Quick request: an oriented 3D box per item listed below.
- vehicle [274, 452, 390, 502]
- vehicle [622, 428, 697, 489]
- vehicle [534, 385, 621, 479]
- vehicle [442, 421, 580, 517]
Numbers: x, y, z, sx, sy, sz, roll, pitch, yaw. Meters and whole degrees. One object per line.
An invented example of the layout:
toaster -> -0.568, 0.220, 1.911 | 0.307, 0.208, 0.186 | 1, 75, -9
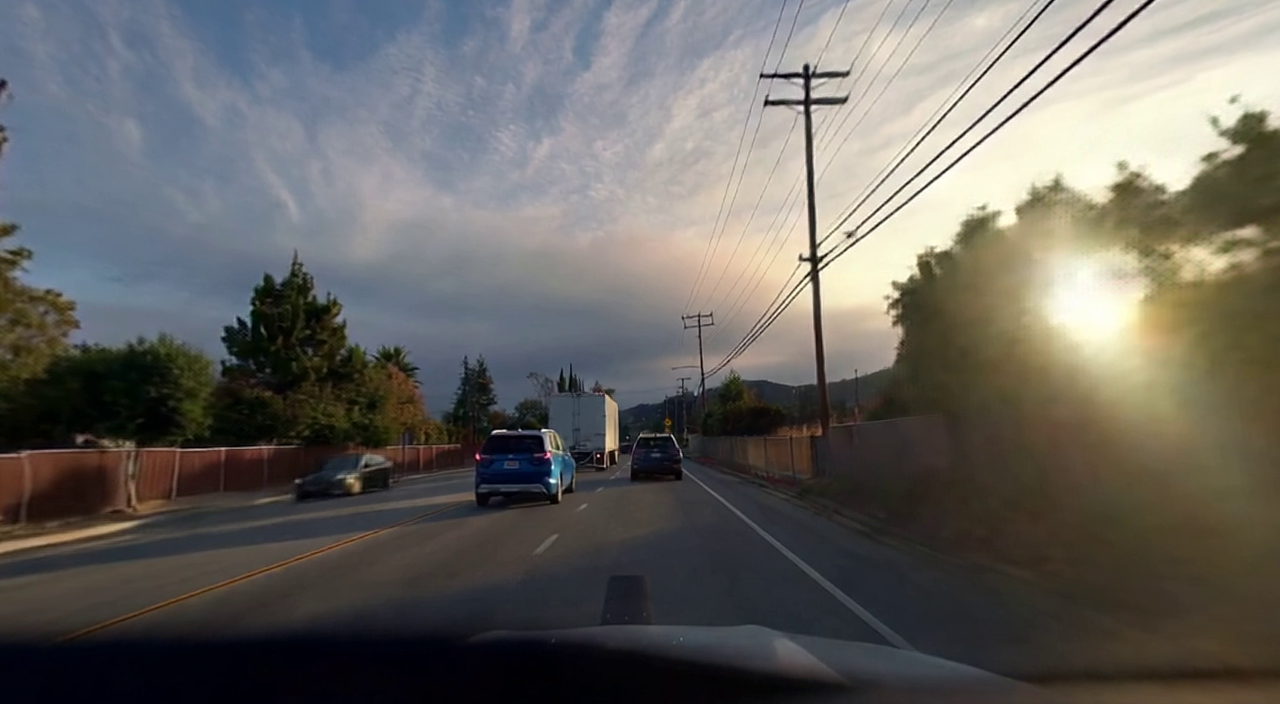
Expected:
vehicle -> -11.525, 4.662, 24.018 | 2.077, 1.638, 4.584 | 0, -9, 0
vehicle -> 0.610, 3.429, 20.549 | 2.174, 1.749, 4.113 | 0, -9, 1
vehicle -> -2.634, 3.974, 30.388 | 2.928, 3.658, 10.953 | 0, -9, 1
vehicle -> -2.709, 2.595, 14.455 | 2.093, 1.832, 4.508 | 0, -9, 1
